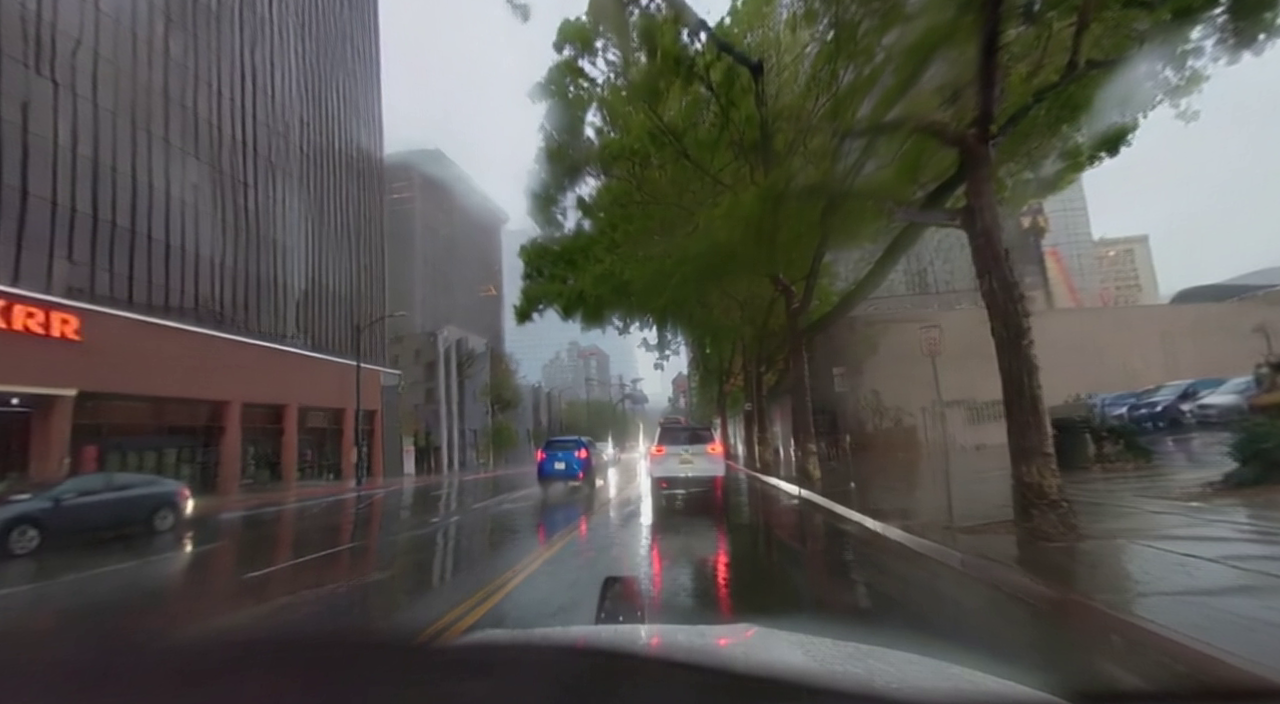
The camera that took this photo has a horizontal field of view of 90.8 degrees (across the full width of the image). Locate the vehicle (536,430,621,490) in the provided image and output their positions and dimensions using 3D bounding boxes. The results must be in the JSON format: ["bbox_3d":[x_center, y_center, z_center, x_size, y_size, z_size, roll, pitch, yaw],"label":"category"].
[{"bbox_3d":[-1.851,3.448,20.484,2.023,1.702,4.152,-1,-8,5],"label":"vehicle"}]

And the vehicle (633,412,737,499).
[{"bbox_3d":[1.138,2.710,16.803,2.352,1.953,4.796,-1,-8,3],"label":"vehicle"}]

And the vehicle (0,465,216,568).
[{"bbox_3d":[-11.382,3.074,12.413,2.103,1.514,5.374,-1,-8,4],"label":"vehicle"}]

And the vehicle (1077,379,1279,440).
[{"bbox_3d":[13.705,1.473,15.793,4.189,1.395,1.725,-1,-8,3],"label":"vehicle"}]

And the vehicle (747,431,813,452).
[{"bbox_3d":[10.334,6.617,46.775,4.426,1.490,1.862,-1,-8,2],"label":"vehicle"}]
